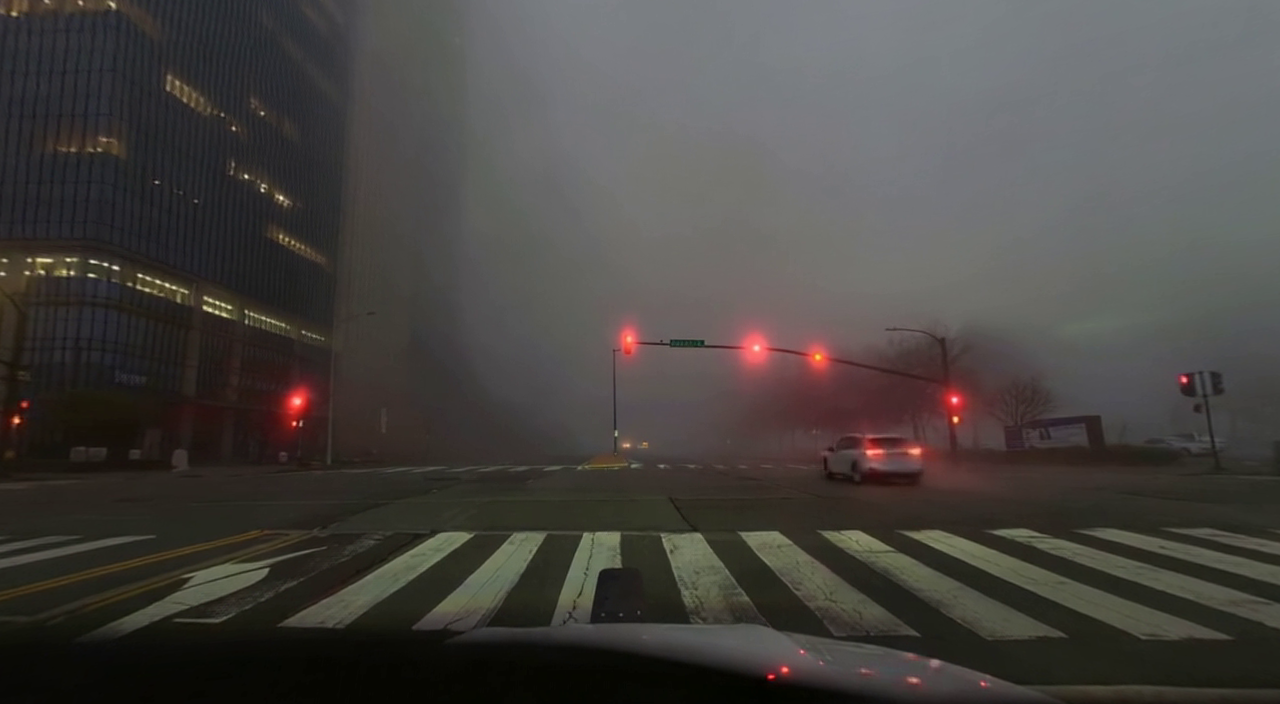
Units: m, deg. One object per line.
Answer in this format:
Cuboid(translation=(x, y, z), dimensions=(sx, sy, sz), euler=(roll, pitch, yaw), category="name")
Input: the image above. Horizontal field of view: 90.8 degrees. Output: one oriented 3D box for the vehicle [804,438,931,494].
Cuboid(translation=(6.578, 3.339, 18.906), dimensions=(1.988, 1.466, 4.529), euler=(0, -8, -2), category="vehicle")
